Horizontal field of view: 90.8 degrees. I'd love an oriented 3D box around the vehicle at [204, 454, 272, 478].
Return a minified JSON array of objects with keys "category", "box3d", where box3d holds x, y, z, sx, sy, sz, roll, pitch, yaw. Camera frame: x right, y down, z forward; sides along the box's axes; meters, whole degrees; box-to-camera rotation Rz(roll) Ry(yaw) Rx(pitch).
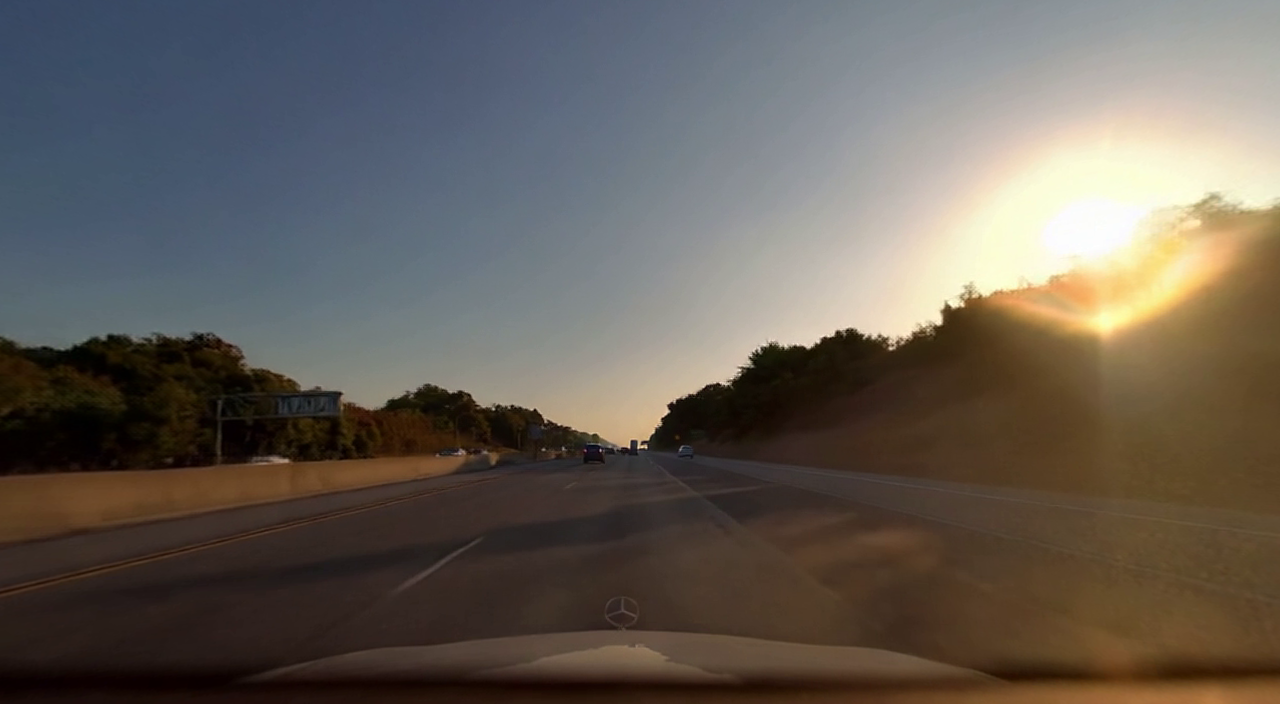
[{"category":"vehicle","box3d":[-29.009,8.206,45.777,1.904,1.613,4.660,0,-9,-1]}]
